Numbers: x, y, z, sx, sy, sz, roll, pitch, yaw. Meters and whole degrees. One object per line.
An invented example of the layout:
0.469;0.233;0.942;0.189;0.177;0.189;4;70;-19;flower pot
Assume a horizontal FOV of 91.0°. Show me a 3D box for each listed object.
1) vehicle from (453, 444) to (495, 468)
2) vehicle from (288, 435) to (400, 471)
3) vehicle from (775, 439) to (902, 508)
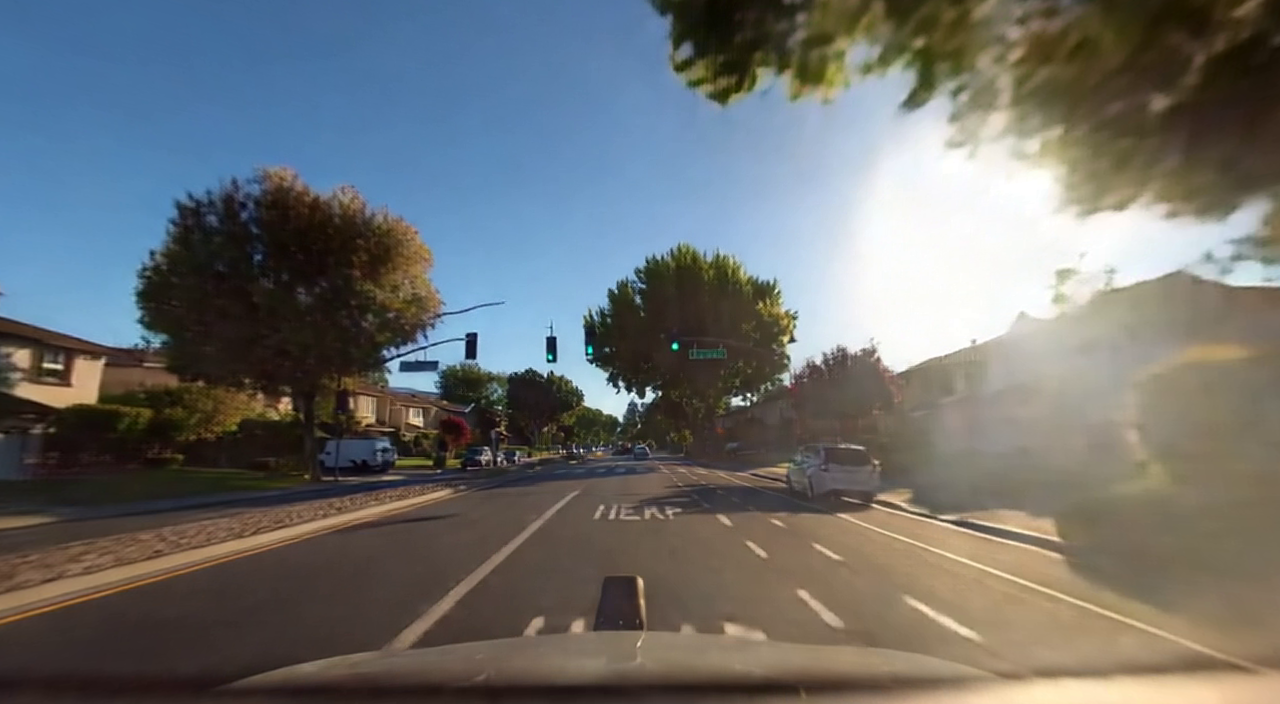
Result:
-12.095;7.629;46.112;1.932;1.673;4.314;-1;-10;-1;vehicle
-17.837;6.157;38.145;5.656;1.999;2.307;-1;-10;3;vehicle
5.210;3.225;17.223;1.979;1.637;4.321;0;-9;-1;vehicle
